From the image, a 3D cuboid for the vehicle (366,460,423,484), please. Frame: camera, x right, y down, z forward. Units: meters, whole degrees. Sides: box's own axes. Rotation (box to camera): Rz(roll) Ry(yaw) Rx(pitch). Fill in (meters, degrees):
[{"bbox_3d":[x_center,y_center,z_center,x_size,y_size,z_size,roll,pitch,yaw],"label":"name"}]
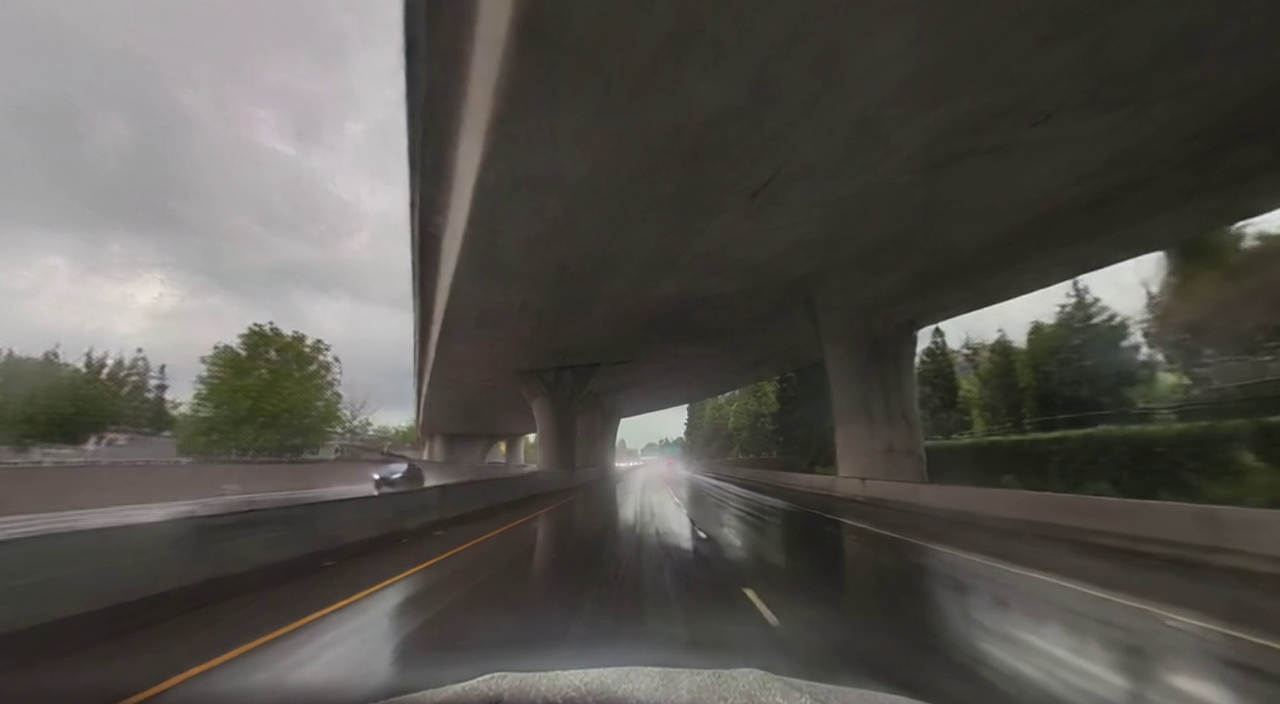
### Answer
[{"bbox_3d":[-15.603,7.657,40.285,1.910,1.464,4.338,1,-10,0],"label":"vehicle"}]
